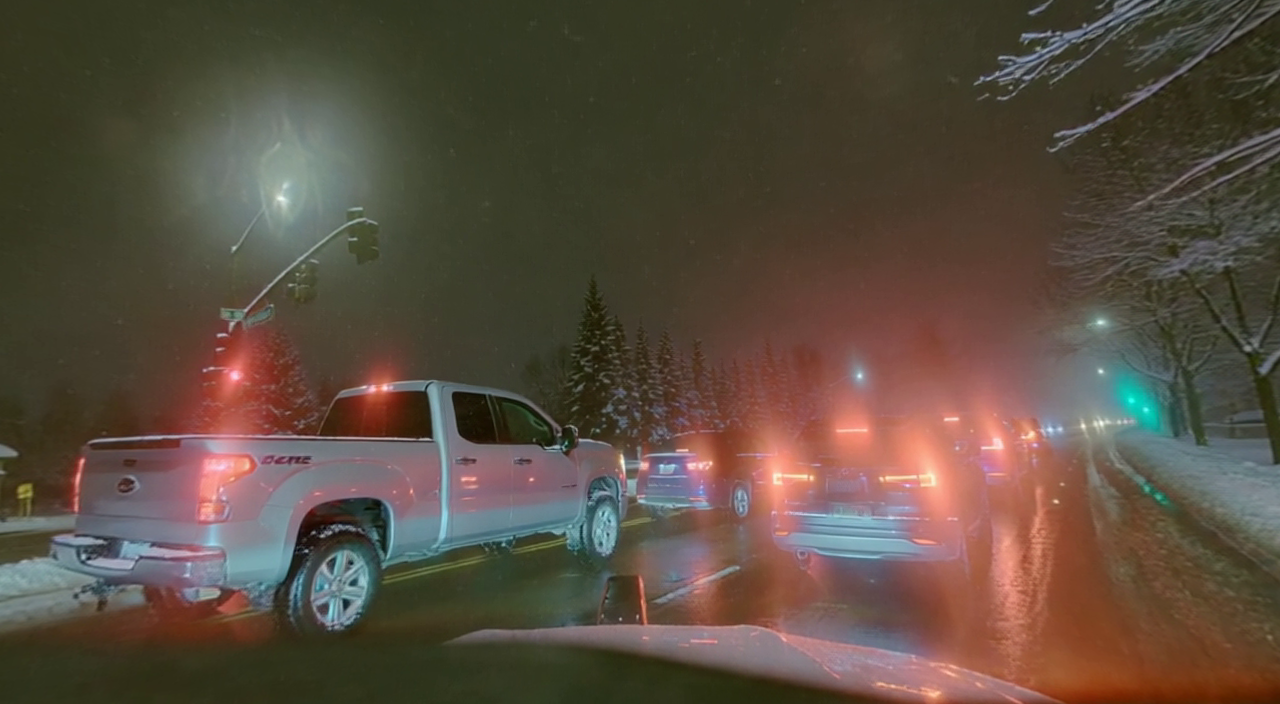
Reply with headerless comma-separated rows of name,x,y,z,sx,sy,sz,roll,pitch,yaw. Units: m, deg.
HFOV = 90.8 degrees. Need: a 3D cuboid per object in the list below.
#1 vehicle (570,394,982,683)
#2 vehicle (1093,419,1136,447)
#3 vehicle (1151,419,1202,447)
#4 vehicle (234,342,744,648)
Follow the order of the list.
vehicle,1.715,1.376,6.001,2.027,1.549,4.801,-6,-10,35
vehicle,32.805,5.671,43.707,2.160,1.790,4.303,-6,-10,35
vehicle,35.789,5.473,42.205,2.183,1.714,4.491,-6,-11,37
vehicle,-0.877,1.404,7.466,2.272,2.016,6.146,-5,-10,28
